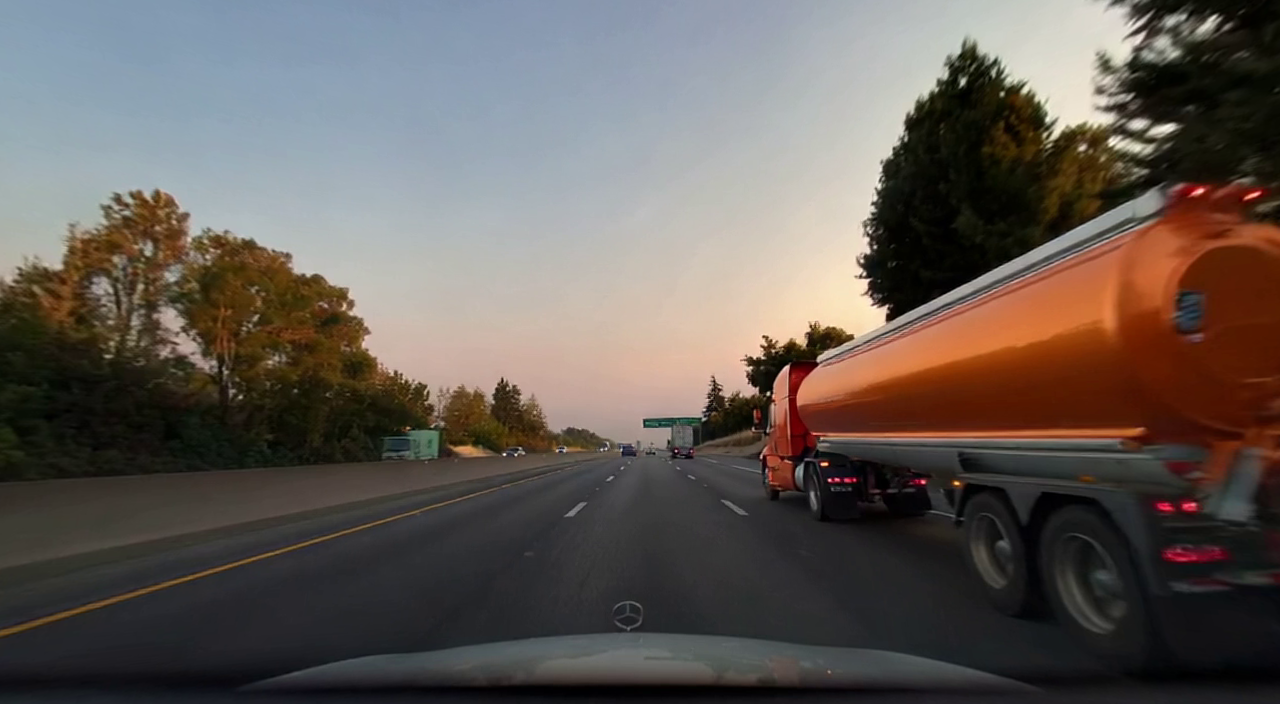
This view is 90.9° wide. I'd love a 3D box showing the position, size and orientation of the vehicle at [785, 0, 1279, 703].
[{"bbox_3d":[4.202,0.633,6.851,2.707,3.474,10.512,0,-9,0],"label":"vehicle"}]
